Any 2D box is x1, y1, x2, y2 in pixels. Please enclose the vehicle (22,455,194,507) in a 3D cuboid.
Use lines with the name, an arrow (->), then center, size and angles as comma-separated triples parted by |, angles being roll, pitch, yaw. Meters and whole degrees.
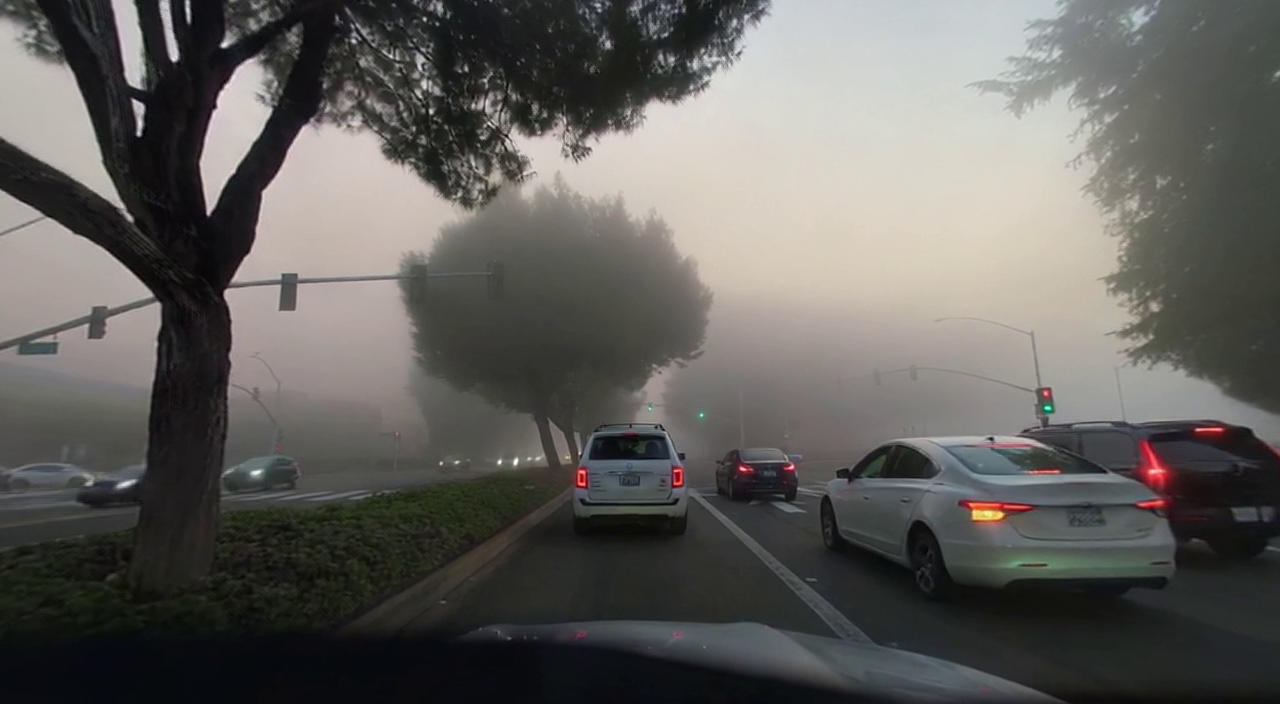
vehicle -> -17.413, 4.217, 21.056 | 1.836, 1.468, 4.449 | 0, -9, 0

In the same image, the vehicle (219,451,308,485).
vehicle -> -20.916, 6.427, 35.359 | 2.138, 1.708, 4.589 | -1, -9, 1

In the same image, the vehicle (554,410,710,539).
vehicle -> -0.148, 2.088, 11.322 | 2.236, 1.827, 4.316 | 0, -9, -1

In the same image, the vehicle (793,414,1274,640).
vehicle -> 3.348, 1.578, 6.866 | 2.034, 1.558, 4.774 | 0, -9, -2

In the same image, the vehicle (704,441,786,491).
vehicle -> 3.496, 3.879, 21.820 | 2.004, 1.523, 4.263 | 0, -9, -1
